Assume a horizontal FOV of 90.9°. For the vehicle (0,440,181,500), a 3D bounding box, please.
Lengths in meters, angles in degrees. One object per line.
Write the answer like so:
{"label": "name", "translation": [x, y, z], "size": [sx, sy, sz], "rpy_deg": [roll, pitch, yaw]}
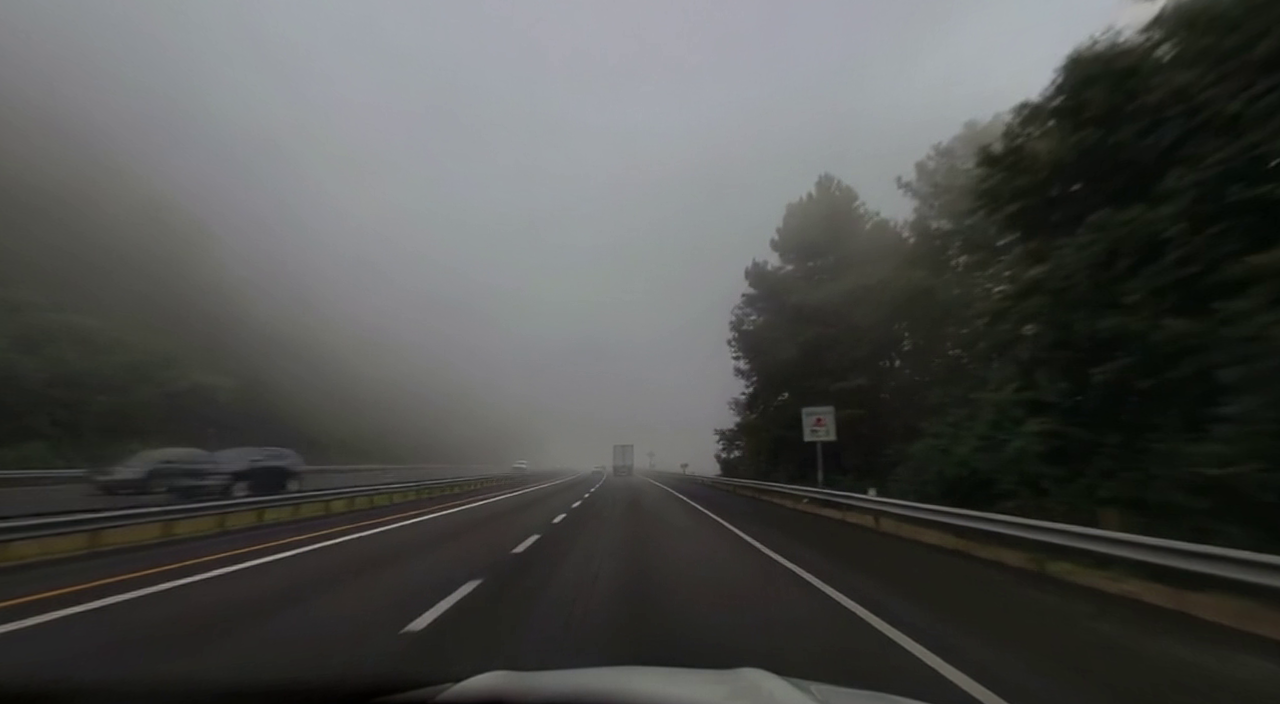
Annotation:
{"label": "vehicle", "translation": [-17.062, 3.649, 19.557], "size": [2.217, 1.578, 4.428], "rpy_deg": [1, -11, 0]}

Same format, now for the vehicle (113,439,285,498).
{"label": "vehicle", "translation": [-12.818, 3.465, 18.734], "size": [1.978, 1.513, 4.284], "rpy_deg": [1, -11, 0]}
